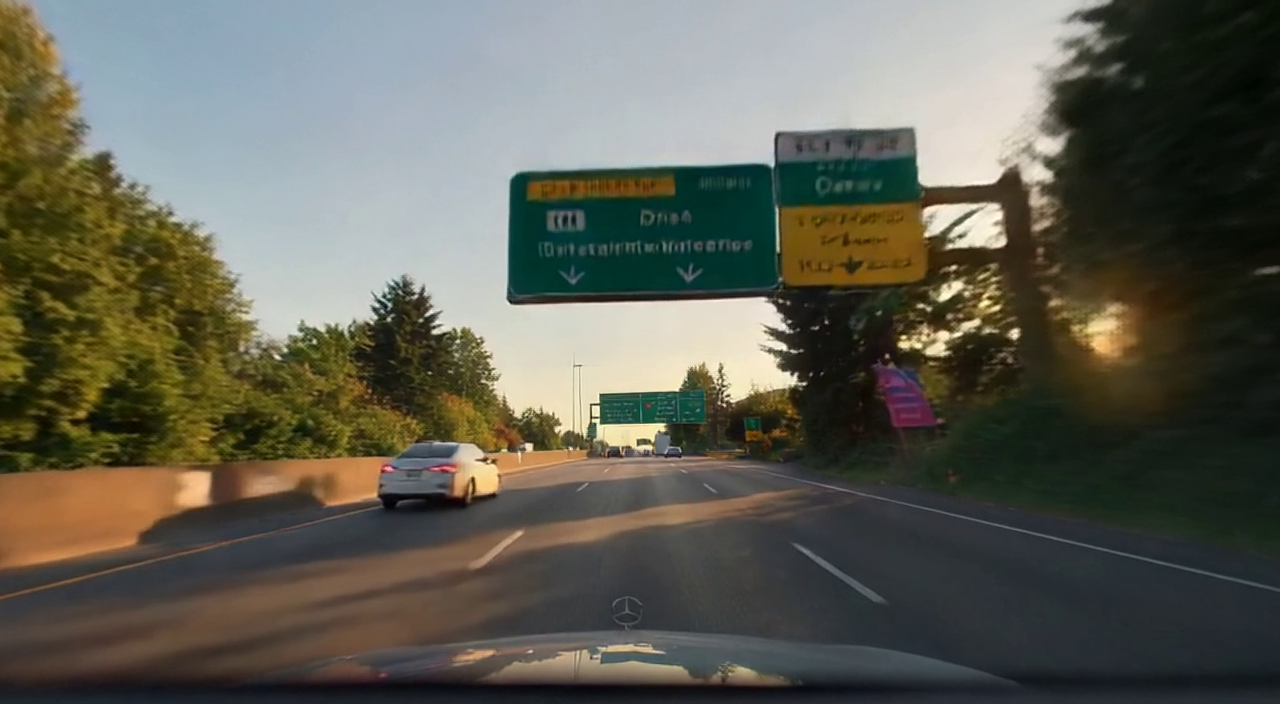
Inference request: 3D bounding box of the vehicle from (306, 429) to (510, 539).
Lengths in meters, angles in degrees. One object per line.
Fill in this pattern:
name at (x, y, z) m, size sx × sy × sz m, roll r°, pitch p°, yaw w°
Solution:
vehicle at (-3.732, 2.193, 11.082) m, size 1.936 × 1.545 × 4.116 m, roll 0°, pitch -9°, yaw 1°
